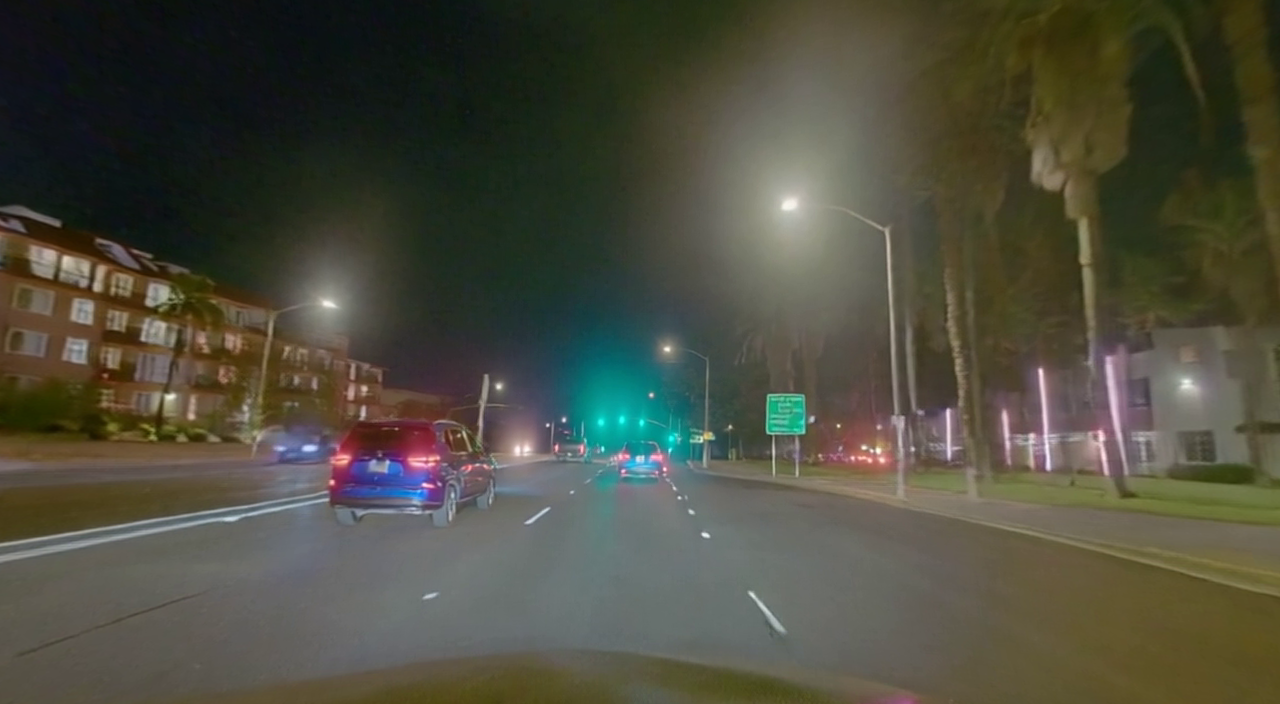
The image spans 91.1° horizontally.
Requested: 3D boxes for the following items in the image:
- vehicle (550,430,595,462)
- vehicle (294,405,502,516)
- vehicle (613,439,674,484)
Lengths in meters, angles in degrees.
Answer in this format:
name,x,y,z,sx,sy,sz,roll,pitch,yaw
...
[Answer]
name,x,y,z,sx,sy,sz,roll,pitch,yaw
vehicle,-4.638,6.648,44.294,2.447,2.062,5.911,0,-8,1
vehicle,-4.860,2.329,13.973,2.187,1.904,6.103,0,-8,0
vehicle,0.140,4.121,23.962,2.122,1.562,4.152,0,-8,0
